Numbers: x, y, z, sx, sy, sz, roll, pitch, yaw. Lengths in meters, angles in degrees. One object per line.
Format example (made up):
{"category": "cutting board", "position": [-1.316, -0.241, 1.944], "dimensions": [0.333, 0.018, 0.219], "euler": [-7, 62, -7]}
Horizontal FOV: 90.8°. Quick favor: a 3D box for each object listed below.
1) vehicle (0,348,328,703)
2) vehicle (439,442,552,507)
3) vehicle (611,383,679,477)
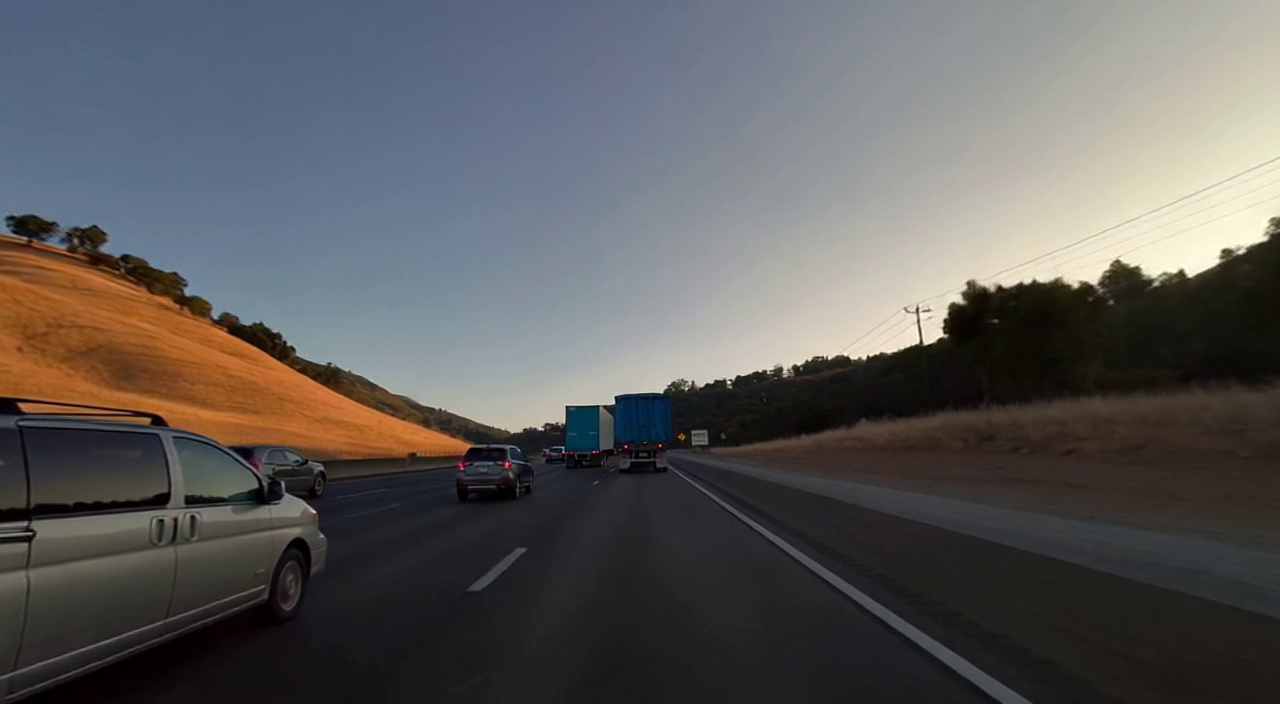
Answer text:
{"category": "vehicle", "position": [-3.906, 0.949, 3.206], "dimensions": [2.136, 1.779, 4.875], "euler": [0, -8, 0]}
{"category": "vehicle", "position": [-3.610, 3.127, 16.630], "dimensions": [1.950, 1.446, 4.224], "euler": [0, -8, 0]}
{"category": "vehicle", "position": [0.312, 4.125, 32.388], "dimensions": [2.913, 3.988, 10.874], "euler": [-1, -8, 1]}
